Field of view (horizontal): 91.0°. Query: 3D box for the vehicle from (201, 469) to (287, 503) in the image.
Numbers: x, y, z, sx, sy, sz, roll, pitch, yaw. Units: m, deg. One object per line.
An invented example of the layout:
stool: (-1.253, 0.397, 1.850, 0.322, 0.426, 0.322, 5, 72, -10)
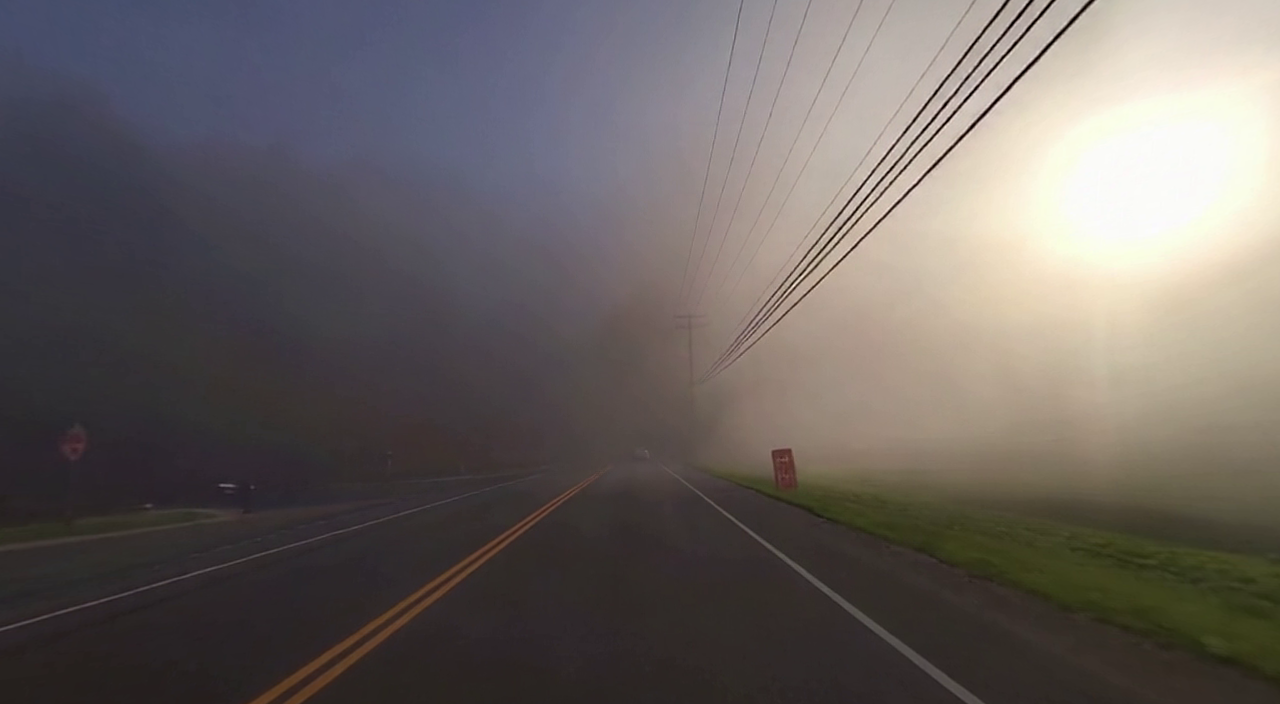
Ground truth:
vehicle: (-27.891, 9.449, 44.383, 4.729, 1.830, 2.178, -5, -8, 3)

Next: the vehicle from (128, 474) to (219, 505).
vehicle: (-31.118, 9.169, 42.063, 4.468, 1.848, 2.034, -1, -8, 2)
